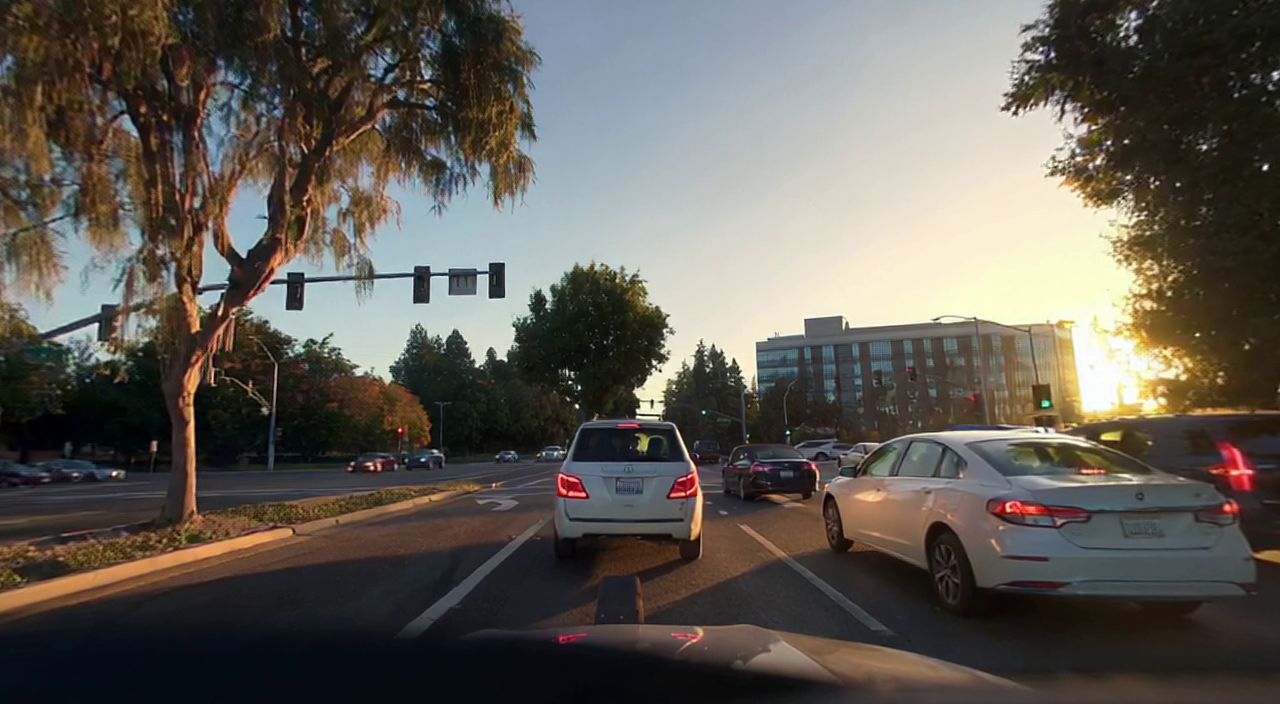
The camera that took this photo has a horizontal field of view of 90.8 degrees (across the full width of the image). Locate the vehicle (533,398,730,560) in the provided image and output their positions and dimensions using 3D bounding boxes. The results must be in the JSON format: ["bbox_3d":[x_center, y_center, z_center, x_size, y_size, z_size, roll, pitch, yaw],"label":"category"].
[{"bbox_3d":[-0.153,1.769,9.428,2.236,1.827,4.316,0,-9,-2],"label":"vehicle"}]

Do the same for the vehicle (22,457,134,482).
[{"bbox_3d":[-35.102,7.364,39.605,4.845,1.442,1.880,2,-9,-13],"label":"vehicle"}]

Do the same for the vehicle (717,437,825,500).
[{"bbox_3d":[3.505,3.195,17.742,2.004,1.523,4.263,0,-9,-2],"label":"vehicle"}]

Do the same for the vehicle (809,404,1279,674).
[{"bbox_3d":[3.374,1.450,6.151,2.034,1.558,4.774,0,-9,-1],"label":"vehicle"}]

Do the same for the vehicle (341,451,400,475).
[{"bbox_3d":[-17.483,7.199,41.204,1.836,1.468,4.449,0,-9,0],"label":"vehicle"}]
